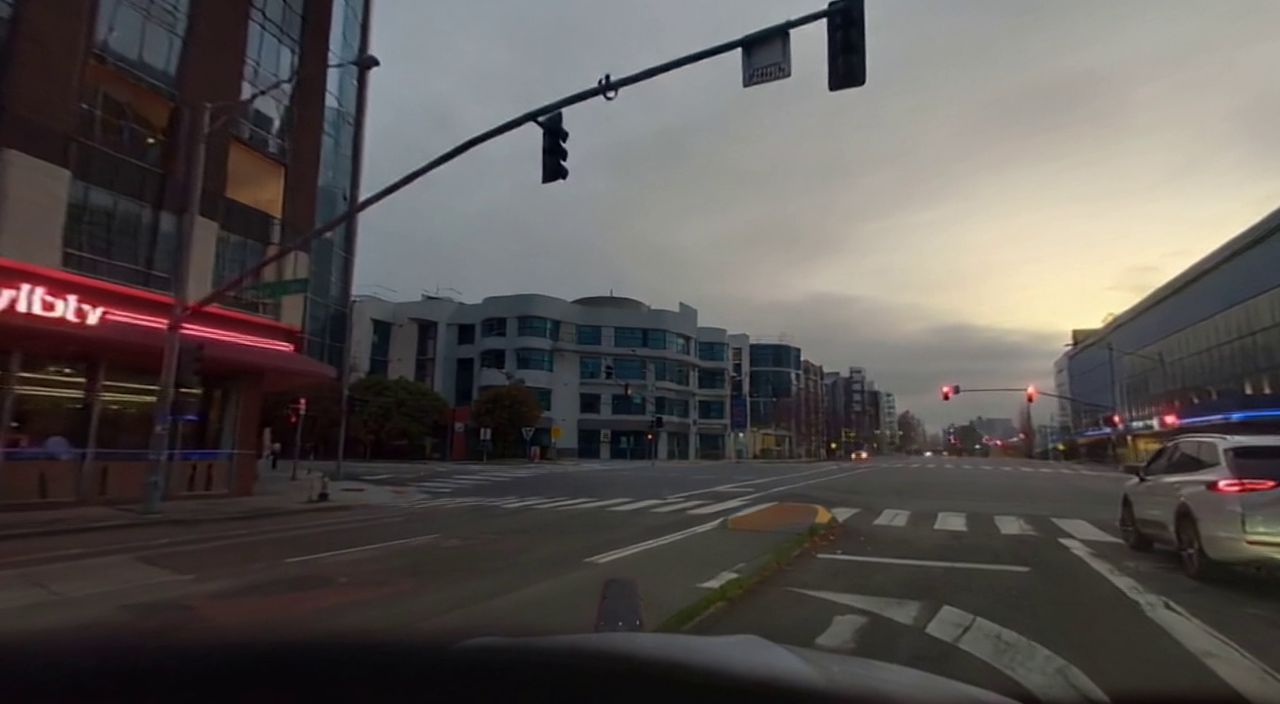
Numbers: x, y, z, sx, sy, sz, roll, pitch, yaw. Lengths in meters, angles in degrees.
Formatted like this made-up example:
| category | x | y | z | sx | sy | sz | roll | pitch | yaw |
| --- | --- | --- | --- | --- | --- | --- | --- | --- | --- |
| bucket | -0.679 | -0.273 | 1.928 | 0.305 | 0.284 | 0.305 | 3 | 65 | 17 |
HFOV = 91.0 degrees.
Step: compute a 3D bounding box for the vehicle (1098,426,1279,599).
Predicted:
| category | x | y | z | sx | sy | sz | roll | pitch | yaw |
| --- | --- | --- | --- | --- | --- | --- | --- | --- | --- |
| vehicle | 7.350 | 1.779 | 7.707 | 2.067 | 1.625 | 4.073 | -4 | -9 | 26 |
